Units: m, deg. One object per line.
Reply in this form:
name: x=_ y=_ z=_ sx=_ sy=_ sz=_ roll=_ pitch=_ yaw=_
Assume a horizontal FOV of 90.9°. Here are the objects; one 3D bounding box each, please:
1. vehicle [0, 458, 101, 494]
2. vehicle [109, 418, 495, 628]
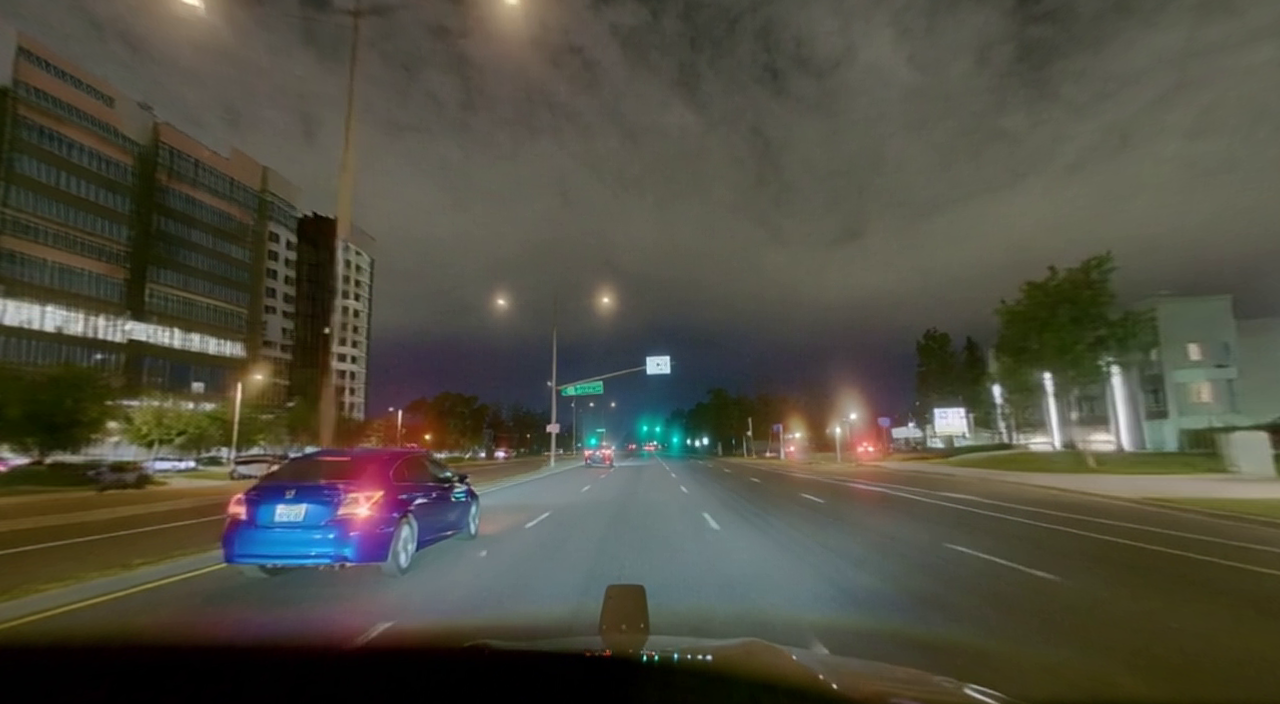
vehicle: x=-30.117 y=6.108 z=31.274 sx=4.847 sy=1.649 sz=2.119 roll=-1 pitch=-8 yaw=3
vehicle: x=-3.315 y=1.720 z=7.431 sx=2.009 sy=1.489 sz=4.543 roll=-6 pitch=-8 yaw=0
